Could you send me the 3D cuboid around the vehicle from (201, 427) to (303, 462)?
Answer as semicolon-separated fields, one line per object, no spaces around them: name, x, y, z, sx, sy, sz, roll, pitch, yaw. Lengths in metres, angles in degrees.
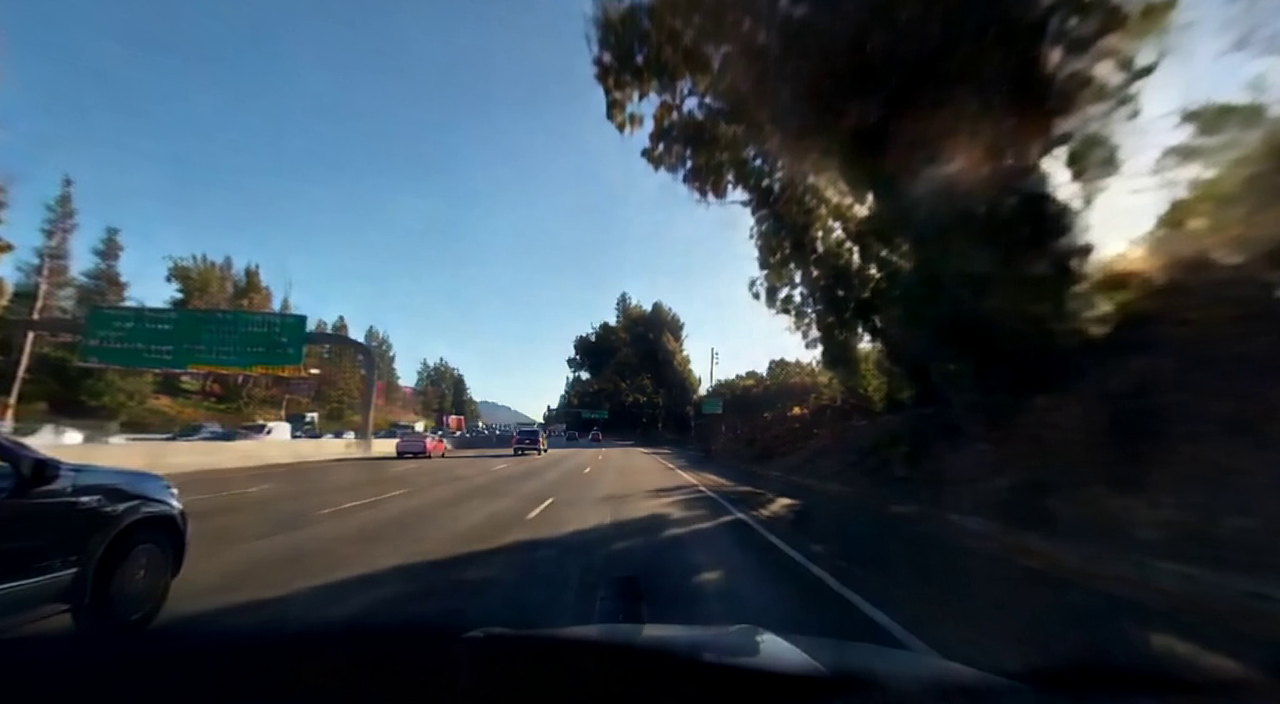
vehicle;-18.001;4.301;29.525;1.960;1.504;4.473;0;-8;-1

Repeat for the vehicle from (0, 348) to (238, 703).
vehicle;-3.917;0.727;2.199;2.187;1.639;4.318;0;-8;-1

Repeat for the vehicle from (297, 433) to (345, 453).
vehicle;-22.697;6.477;44.984;1.743;1.400;3.431;0;-8;-2
